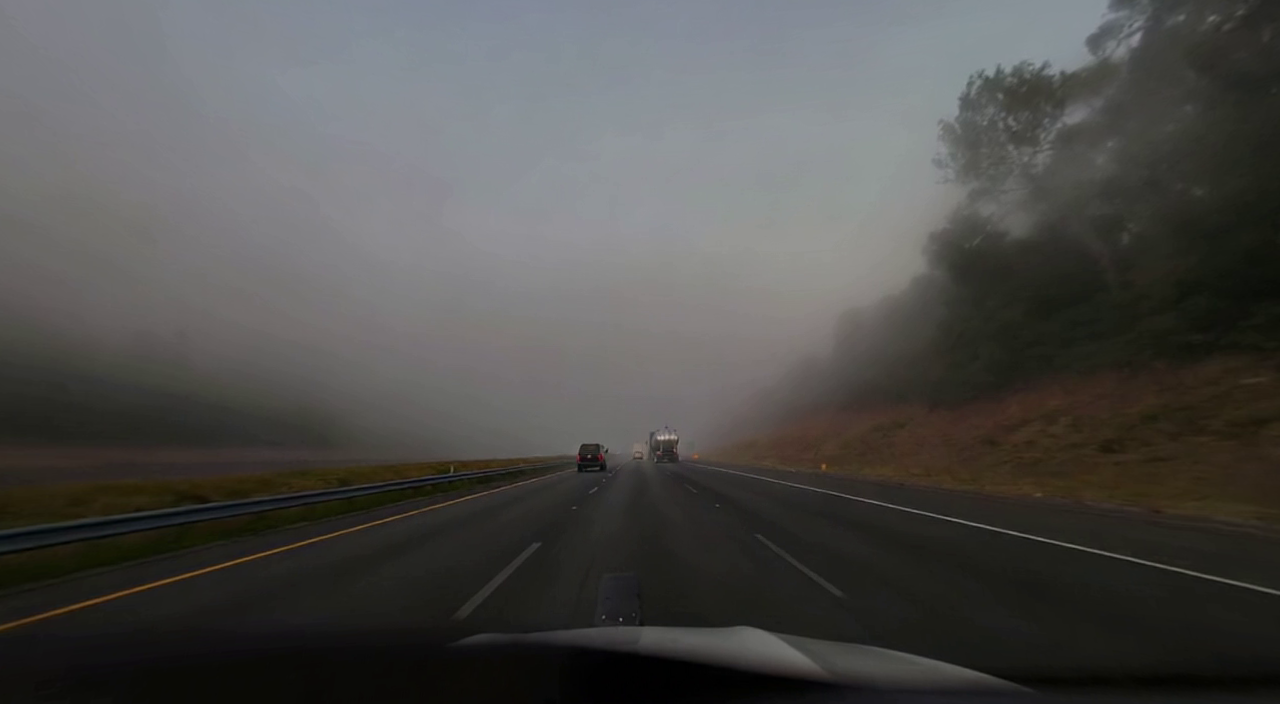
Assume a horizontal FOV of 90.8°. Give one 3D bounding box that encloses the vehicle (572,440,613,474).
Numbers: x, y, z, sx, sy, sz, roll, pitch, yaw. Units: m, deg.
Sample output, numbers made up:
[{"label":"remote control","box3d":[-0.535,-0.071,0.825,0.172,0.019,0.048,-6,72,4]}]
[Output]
[{"label":"vehicle","box3d":[-2.912,6.564,39.649,2.190,1.949,4.883,-1,-9,0]}]
